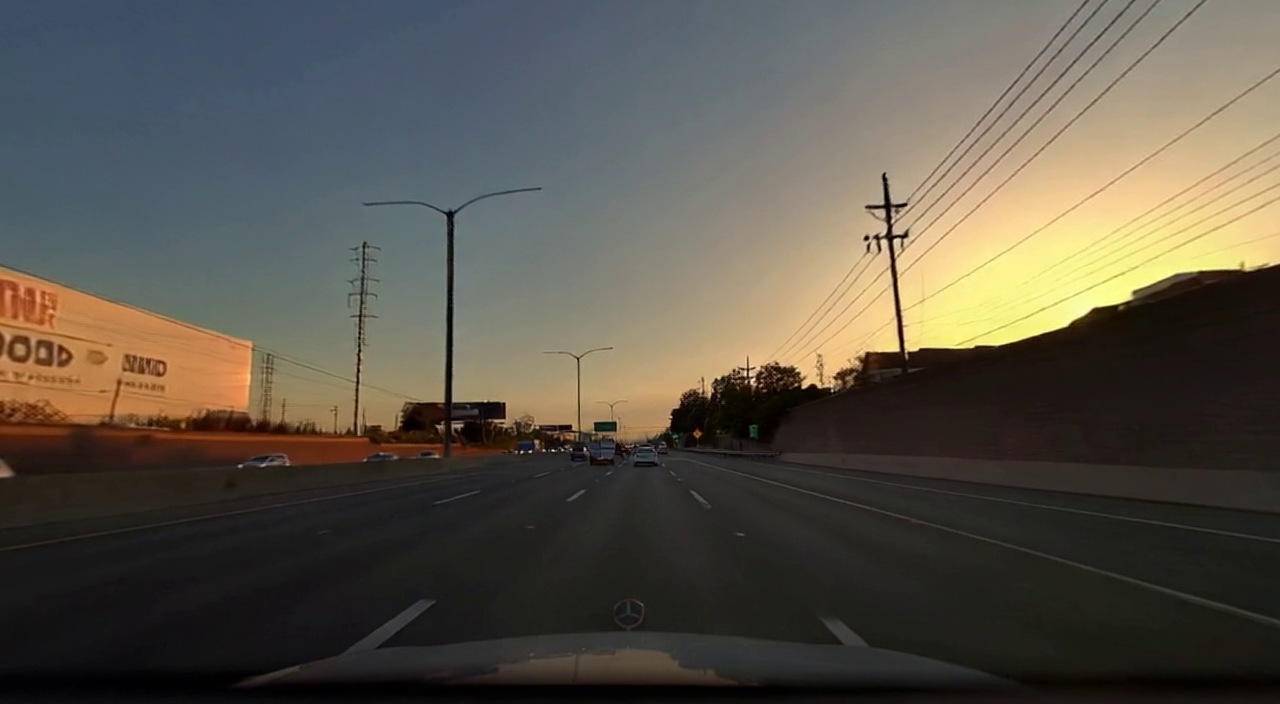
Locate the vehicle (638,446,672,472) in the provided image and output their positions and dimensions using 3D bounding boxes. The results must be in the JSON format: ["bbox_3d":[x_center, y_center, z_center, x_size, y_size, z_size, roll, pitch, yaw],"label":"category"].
[{"bbox_3d":[0.835,6.396,37.991,1.891,1.444,3.968,0,-8,-1],"label":"vehicle"}]

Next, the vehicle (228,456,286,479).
[{"bbox_3d":[-23.721,7.141,39.147,1.460,1.329,3.273,0,-8,1],"label":"vehicle"}]
